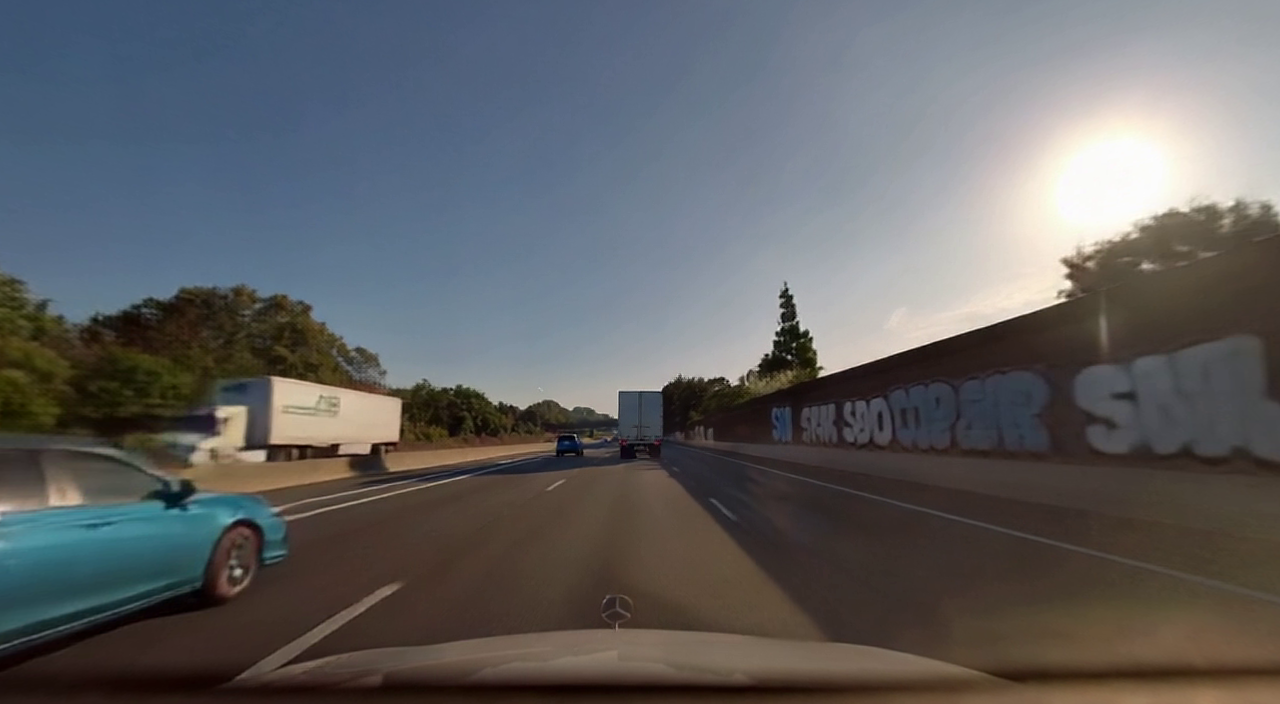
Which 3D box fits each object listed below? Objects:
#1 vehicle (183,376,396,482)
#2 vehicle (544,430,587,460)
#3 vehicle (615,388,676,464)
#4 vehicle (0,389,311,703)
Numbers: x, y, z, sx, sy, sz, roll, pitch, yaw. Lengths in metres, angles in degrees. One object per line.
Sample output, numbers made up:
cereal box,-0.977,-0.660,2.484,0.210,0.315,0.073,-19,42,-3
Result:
vehicle,-18.015,4.275,34.866,3.046,4.510,15.847,0,-7,-1
vehicle,-4.326,5.488,37.288,2.058,1.645,4.130,0,-8,0
vehicle,0.177,4.185,35.168,2.927,3.649,9.443,0,-8,-1
vehicle,-4.084,1.033,3.666,1.948,1.526,4.525,0,-8,-1
